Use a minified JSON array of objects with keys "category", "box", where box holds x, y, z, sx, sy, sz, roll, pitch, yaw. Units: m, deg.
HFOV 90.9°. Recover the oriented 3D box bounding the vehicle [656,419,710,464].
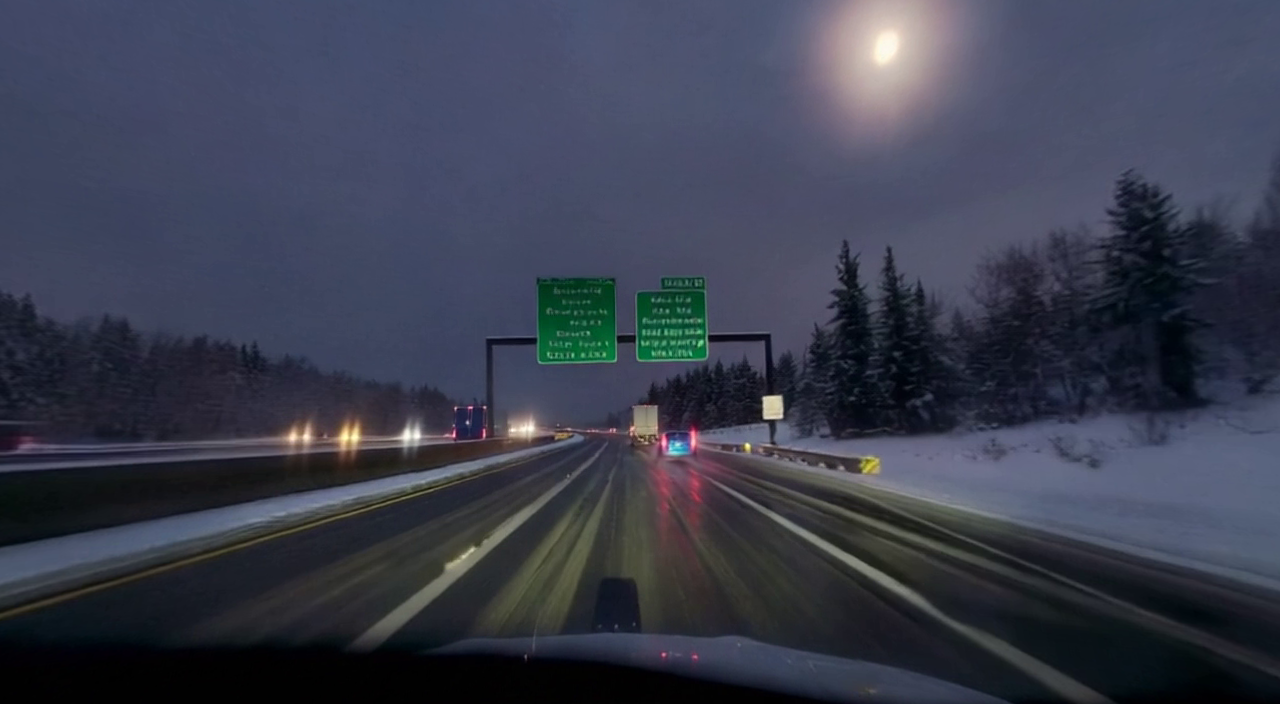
[{"category":"vehicle","box":[1.912,4.186,29.620,2.076,1.914,4.287,0,-8,-2]}]
